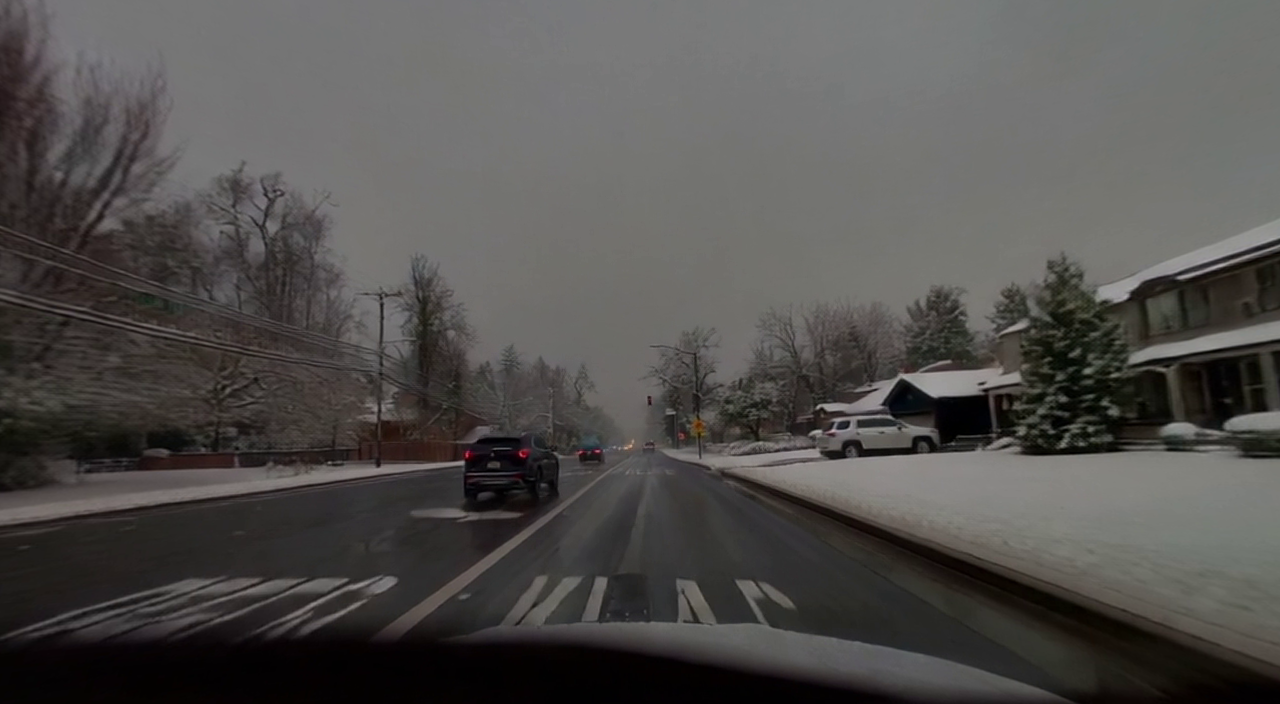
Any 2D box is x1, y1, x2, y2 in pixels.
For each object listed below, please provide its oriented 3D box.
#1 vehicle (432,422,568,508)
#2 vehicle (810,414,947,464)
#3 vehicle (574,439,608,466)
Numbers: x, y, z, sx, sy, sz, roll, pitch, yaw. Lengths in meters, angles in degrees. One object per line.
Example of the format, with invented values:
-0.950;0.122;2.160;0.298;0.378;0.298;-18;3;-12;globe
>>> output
-3.178;2.684;15.417;2.190;1.766;4.394;0;-8;2;vehicle
9.904;3.654;26.512;4.944;2.023;1.973;0;-8;1;vehicle
-2.954;6.144;38.625;1.802;1.528;3.490;0;-8;0;vehicle
